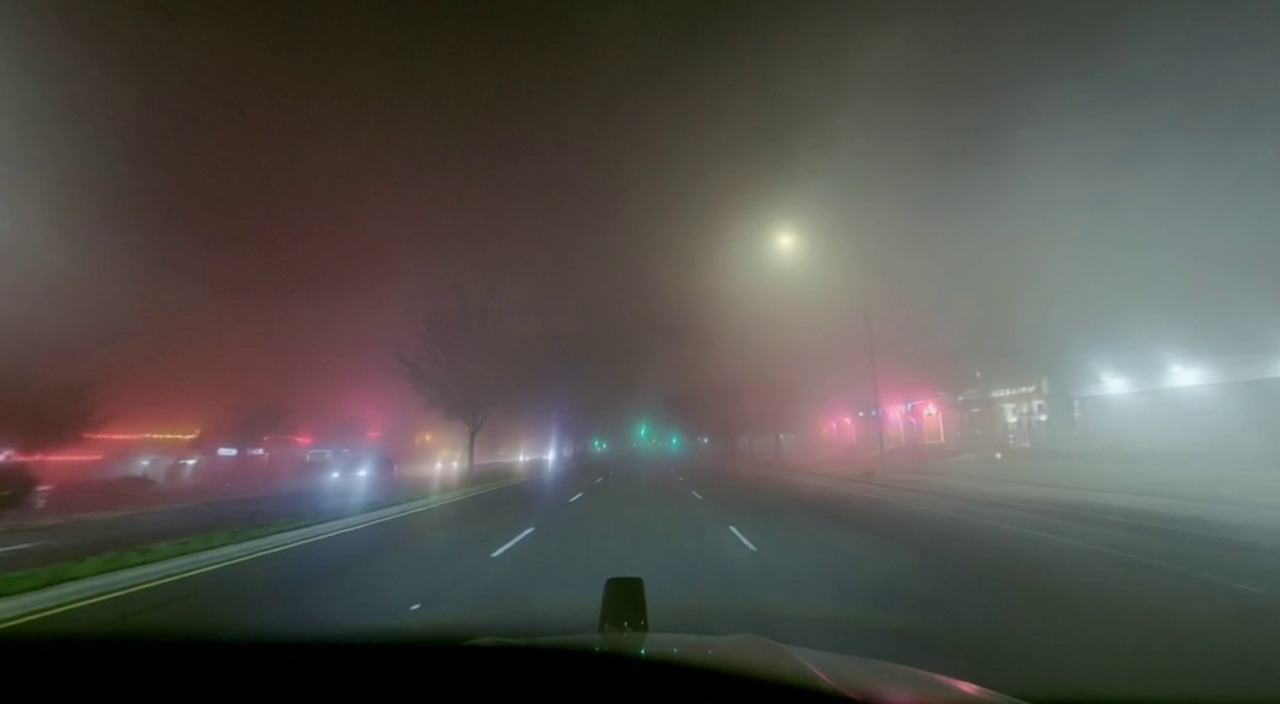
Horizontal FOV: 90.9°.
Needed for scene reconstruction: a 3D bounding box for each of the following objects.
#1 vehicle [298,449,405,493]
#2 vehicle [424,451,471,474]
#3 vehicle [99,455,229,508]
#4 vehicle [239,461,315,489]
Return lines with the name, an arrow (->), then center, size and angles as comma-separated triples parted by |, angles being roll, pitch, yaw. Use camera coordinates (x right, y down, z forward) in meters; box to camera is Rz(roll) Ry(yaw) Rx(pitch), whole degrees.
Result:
vehicle -> -11.646, 4.808, 25.876 | 2.070, 1.500, 4.724 | -3, -8, 2
vehicle -> -14.187, 8.142, 46.664 | 1.975, 1.499, 4.658 | -1, -8, 1
vehicle -> -18.175, 4.918, 24.362 | 1.875, 1.669, 4.064 | -5, -8, 1
vehicle -> -21.897, 7.418, 38.254 | 1.866, 1.444, 4.407 | -1, -8, 2
